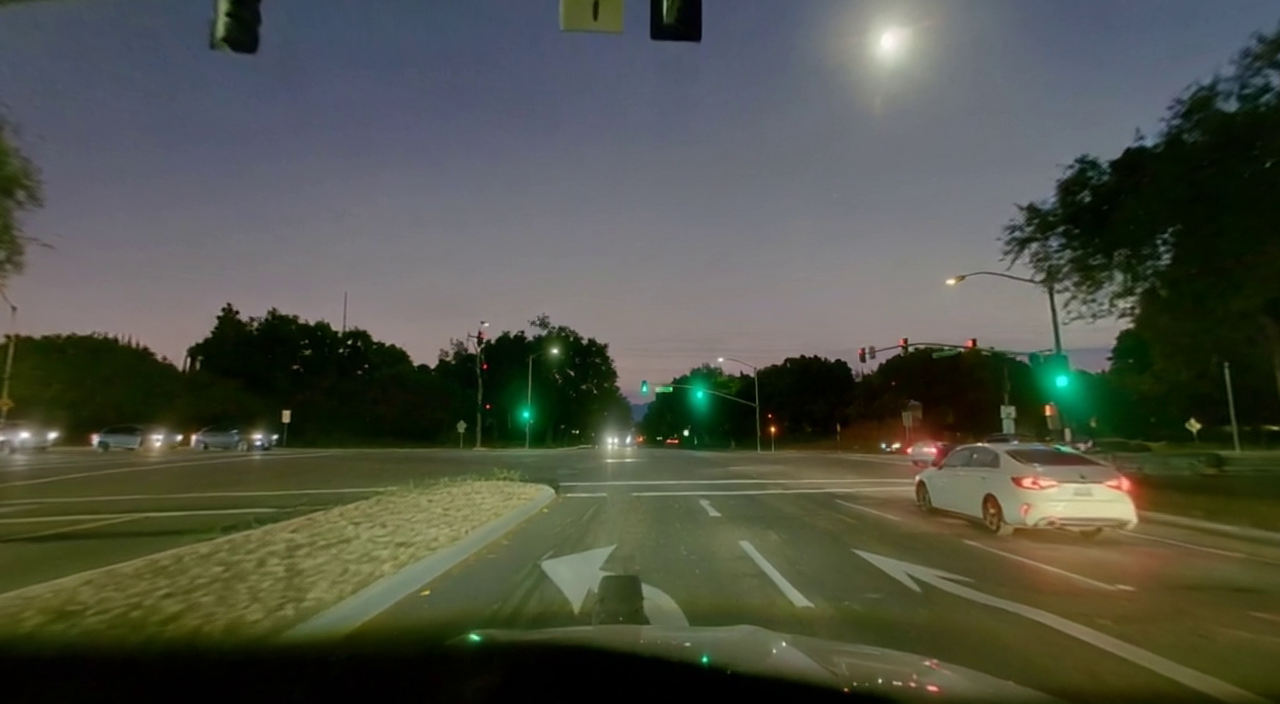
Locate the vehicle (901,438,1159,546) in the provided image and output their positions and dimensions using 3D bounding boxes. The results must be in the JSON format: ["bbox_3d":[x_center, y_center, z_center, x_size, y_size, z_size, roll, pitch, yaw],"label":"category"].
[{"bbox_3d":[6.247,2.237,10.828,1.815,1.417,4.125,2,-8,0],"label":"vehicle"}]

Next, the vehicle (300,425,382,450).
[{"bbox_3d":[-19.219,5.527,40.622,4.683,1.495,2.119,-3,-9,23],"label":"vehicle"}]

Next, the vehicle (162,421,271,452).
[{"bbox_3d":[-22.467,4.533,33.686,4.331,1.544,1.896,3,-9,-16],"label":"vehicle"}]
